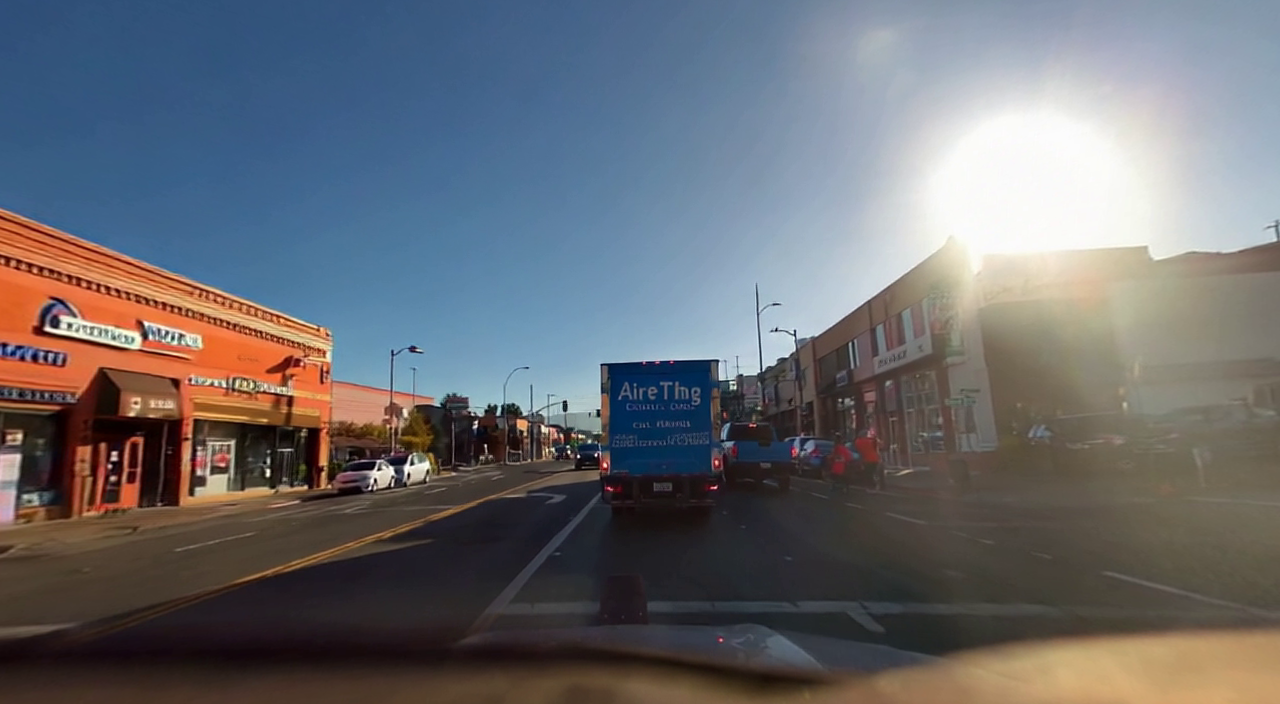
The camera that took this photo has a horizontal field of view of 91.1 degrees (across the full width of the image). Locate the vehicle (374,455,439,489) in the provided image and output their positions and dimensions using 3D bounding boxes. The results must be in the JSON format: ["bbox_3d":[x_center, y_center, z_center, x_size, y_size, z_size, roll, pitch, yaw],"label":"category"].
[{"bbox_3d":[-13.127,6.750,35.569,1.943,1.682,4.365,0,-9,0],"label":"vehicle"}]

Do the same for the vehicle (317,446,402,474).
[{"bbox_3d":[-21.638,8.312,48.538,5.475,2.011,2.269,-1,-8,6],"label":"vehicle"}]

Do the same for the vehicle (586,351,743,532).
[{"bbox_3d":[0.290,1.904,13.365,2.517,2.926,6.177,0,-9,-2],"label":"vehicle"}]

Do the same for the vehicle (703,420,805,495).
[{"bbox_3d":[3.489,3.387,20.432,2.346,2.062,5.236,0,-9,0],"label":"vehicle"}]

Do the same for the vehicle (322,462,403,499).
[{"bbox_3d":[-13.284,6.141,30.362,1.901,1.508,4.405,0,-9,0],"label":"vehicle"}]

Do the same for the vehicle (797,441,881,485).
[{"bbox_3d":[7.751,4.359,24.908,1.951,1.548,4.290,0,-9,1],"label":"vehicle"}]

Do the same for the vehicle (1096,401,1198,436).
[{"bbox_3d":[25.997,3.474,32.367,1.811,1.623,3.921,0,-9,-3],"label":"vehicle"}]
